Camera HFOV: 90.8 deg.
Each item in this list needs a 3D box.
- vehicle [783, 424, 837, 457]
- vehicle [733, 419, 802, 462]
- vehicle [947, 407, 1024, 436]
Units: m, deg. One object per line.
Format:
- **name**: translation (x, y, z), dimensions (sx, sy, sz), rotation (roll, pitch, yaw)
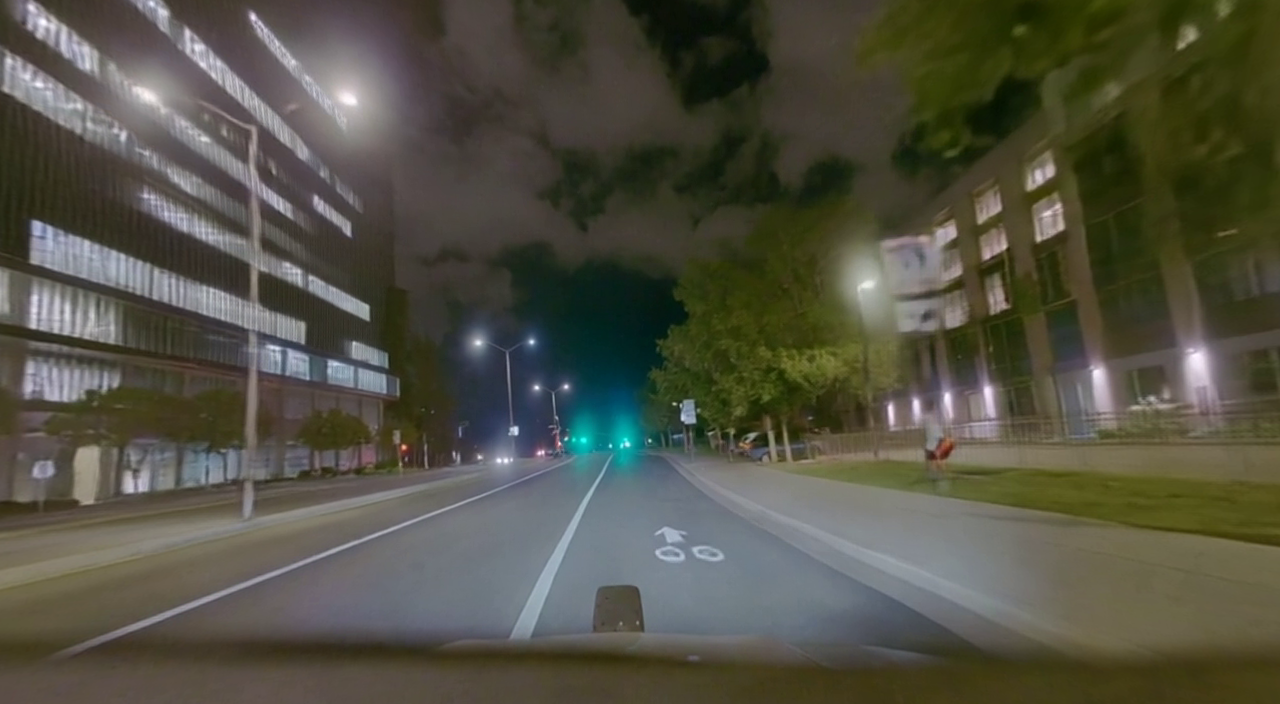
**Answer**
- **vehicle**: translation (8.491, 4.462, 31.806), dimensions (1.842, 1.535, 3.638), rotation (-1, -8, 3)
- **vehicle**: translation (6.157, 4.392, 31.176), dimensions (2.160, 1.944, 5.086), rotation (0, -8, -2)
- **vehicle**: translation (19.521, 3.998, 35.930), dimensions (1.890, 1.492, 4.494), rotation (0, -8, 1)
